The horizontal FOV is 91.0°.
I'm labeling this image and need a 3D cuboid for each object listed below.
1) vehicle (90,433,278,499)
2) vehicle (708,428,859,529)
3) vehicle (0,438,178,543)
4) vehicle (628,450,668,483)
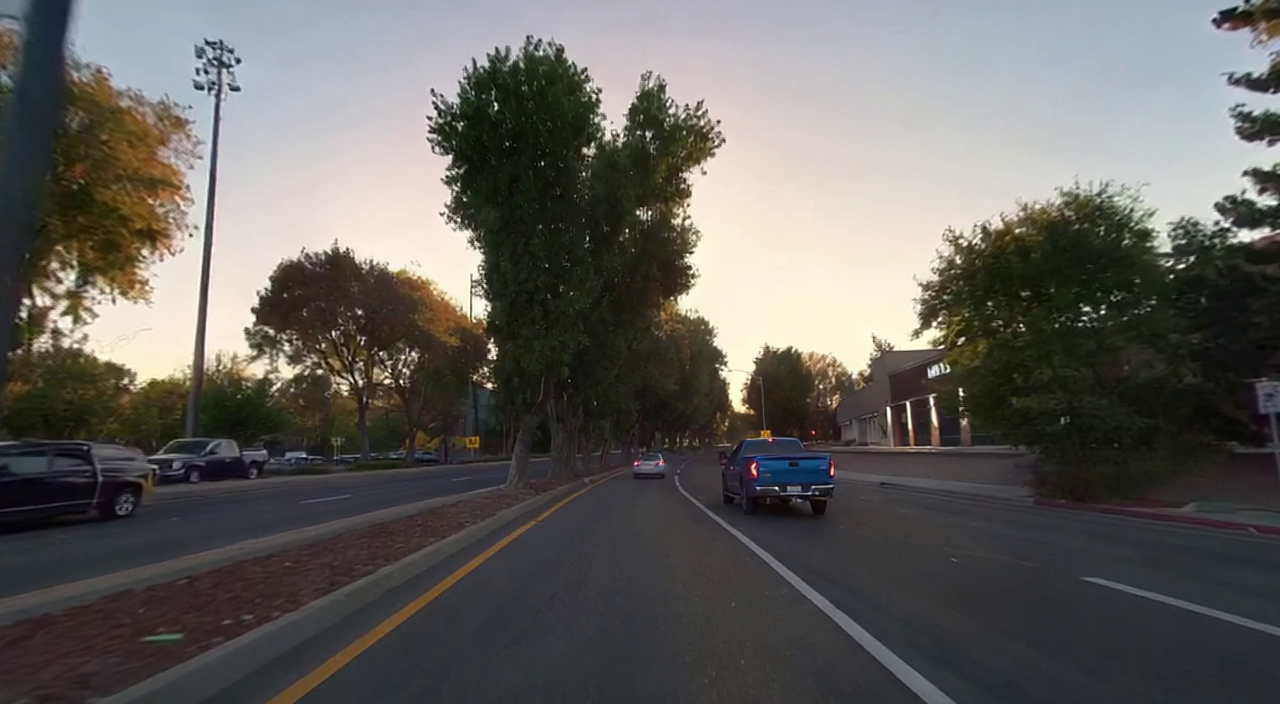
[{"bbox_3d":[-14.401,3.617,20.404,2.154,1.806,5.096,0,-9,1],"label":"vehicle"},{"bbox_3d":[3.083,2.891,15.094,2.367,1.919,5.651,0,-9,1],"label":"vehicle"},{"bbox_3d":[-10.451,2.225,10.512,1.991,1.537,4.605,1,-9,-1],"label":"vehicle"},{"bbox_3d":[0.452,5.912,32.806,1.968,1.521,4.262,0,-9,2],"label":"vehicle"}]
